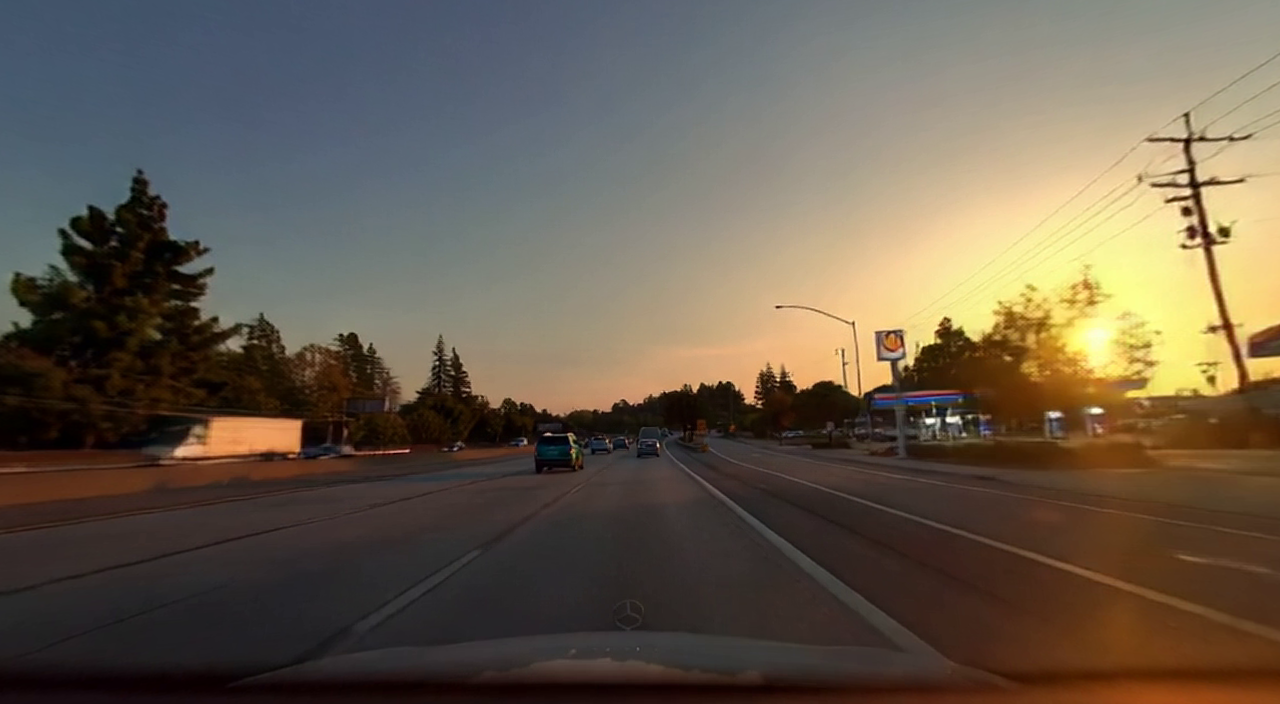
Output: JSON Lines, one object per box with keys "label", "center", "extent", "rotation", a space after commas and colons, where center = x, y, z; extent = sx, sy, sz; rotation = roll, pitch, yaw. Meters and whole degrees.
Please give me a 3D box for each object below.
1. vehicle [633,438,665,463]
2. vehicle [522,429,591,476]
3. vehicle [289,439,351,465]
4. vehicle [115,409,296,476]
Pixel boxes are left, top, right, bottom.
{"label": "vehicle", "center": [0.560, 6.394, 40.962], "extent": [1.982, 1.524, 3.800], "rotation": [0, -8, -1]}
{"label": "vehicle", "center": [-3.560, 4.403, 27.824], "extent": [2.273, 1.884, 4.515], "rotation": [0, -8, 2]}
{"label": "vehicle", "center": [-22.882, 7.174, 45.270], "extent": [2.108, 1.758, 4.475], "rotation": [0, -8, 0]}
{"label": "vehicle", "center": [-27.274, 5.855, 40.836], "extent": [3.043, 3.655, 12.198], "rotation": [0, -8, 0]}
